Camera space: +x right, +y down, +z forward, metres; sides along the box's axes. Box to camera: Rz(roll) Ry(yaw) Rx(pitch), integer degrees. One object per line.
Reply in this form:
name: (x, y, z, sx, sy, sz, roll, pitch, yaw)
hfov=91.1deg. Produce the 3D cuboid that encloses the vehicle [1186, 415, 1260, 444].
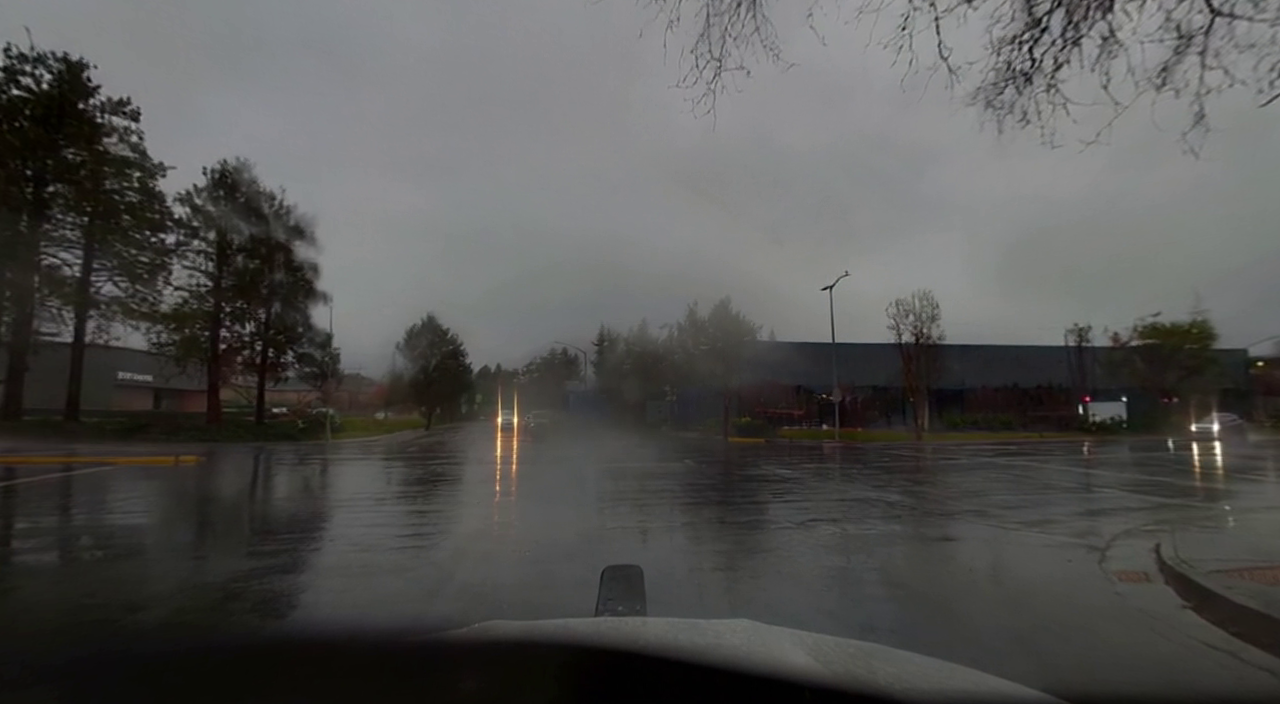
vehicle: (39.472, 5.286, 42.451, 5.333, 1.837, 2.124, 5, -10, -32)

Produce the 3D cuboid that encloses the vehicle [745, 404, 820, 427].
vehicle: (9.837, 4.430, 43.441, 4.674, 1.483, 1.745, 1, -8, -7)
